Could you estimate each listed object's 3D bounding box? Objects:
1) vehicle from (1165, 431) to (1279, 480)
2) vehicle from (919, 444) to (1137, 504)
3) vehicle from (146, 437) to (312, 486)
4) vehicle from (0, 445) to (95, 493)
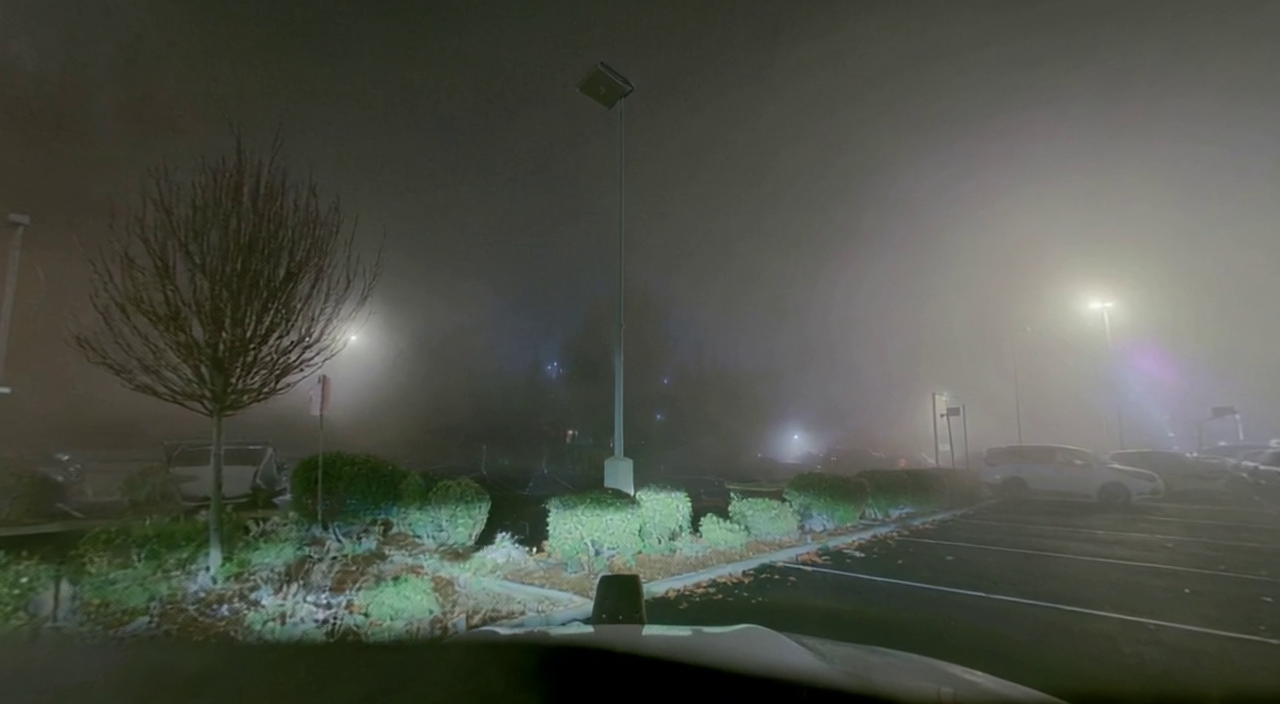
[{"bbox_3d":[23.370,3.918,24.022,4.939,1.664,2.055,-10,-10,42],"label":"vehicle"},{"bbox_3d":[10.669,3.310,17.638,4.772,1.441,1.976,-8,-12,43],"label":"vehicle"},{"bbox_3d":[-15.216,4.039,23.602,1.921,1.632,4.752,-8,-11,42],"label":"vehicle"},{"bbox_3d":[-19.430,3.563,19.214,1.790,1.396,4.000,-9,-12,40],"label":"vehicle"}]
